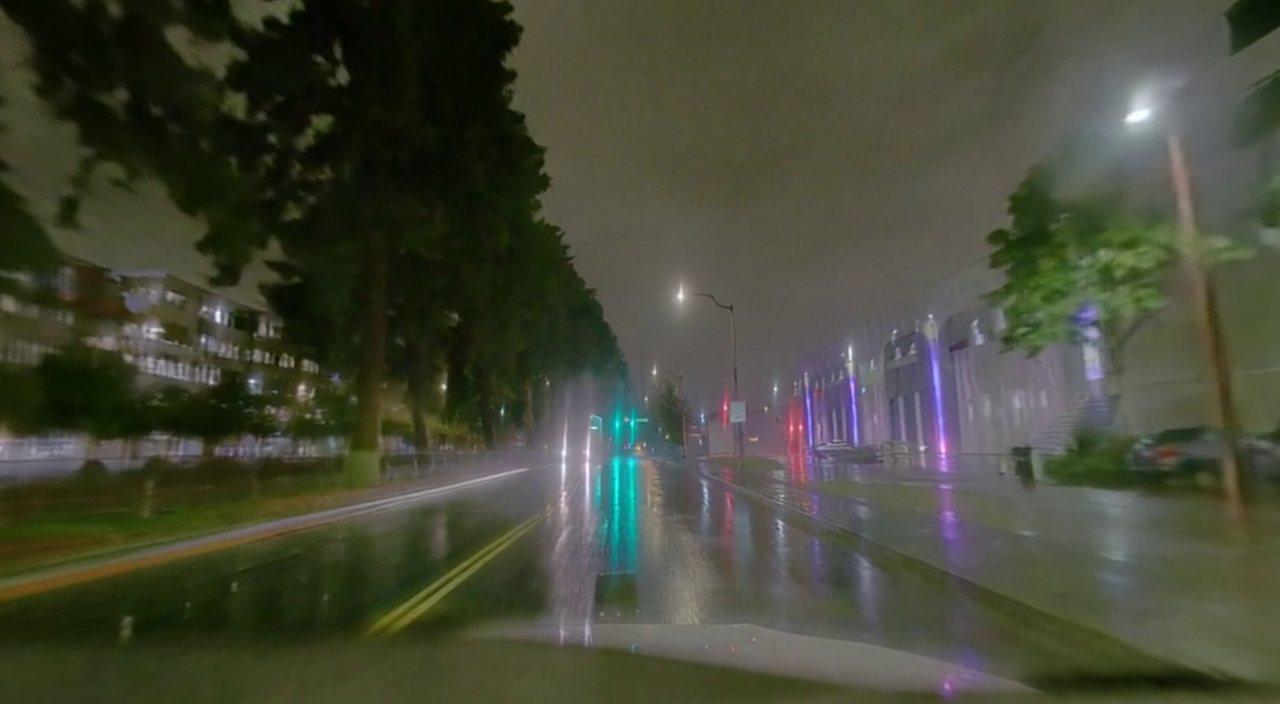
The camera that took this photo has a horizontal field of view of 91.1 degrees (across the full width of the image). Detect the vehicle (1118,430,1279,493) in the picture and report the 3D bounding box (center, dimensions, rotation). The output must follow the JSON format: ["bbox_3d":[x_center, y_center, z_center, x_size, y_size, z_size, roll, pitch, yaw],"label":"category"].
[{"bbox_3d":[15.927,2.968,17.214,4.146,1.600,1.874,0,-9,-3],"label":"vehicle"}]
